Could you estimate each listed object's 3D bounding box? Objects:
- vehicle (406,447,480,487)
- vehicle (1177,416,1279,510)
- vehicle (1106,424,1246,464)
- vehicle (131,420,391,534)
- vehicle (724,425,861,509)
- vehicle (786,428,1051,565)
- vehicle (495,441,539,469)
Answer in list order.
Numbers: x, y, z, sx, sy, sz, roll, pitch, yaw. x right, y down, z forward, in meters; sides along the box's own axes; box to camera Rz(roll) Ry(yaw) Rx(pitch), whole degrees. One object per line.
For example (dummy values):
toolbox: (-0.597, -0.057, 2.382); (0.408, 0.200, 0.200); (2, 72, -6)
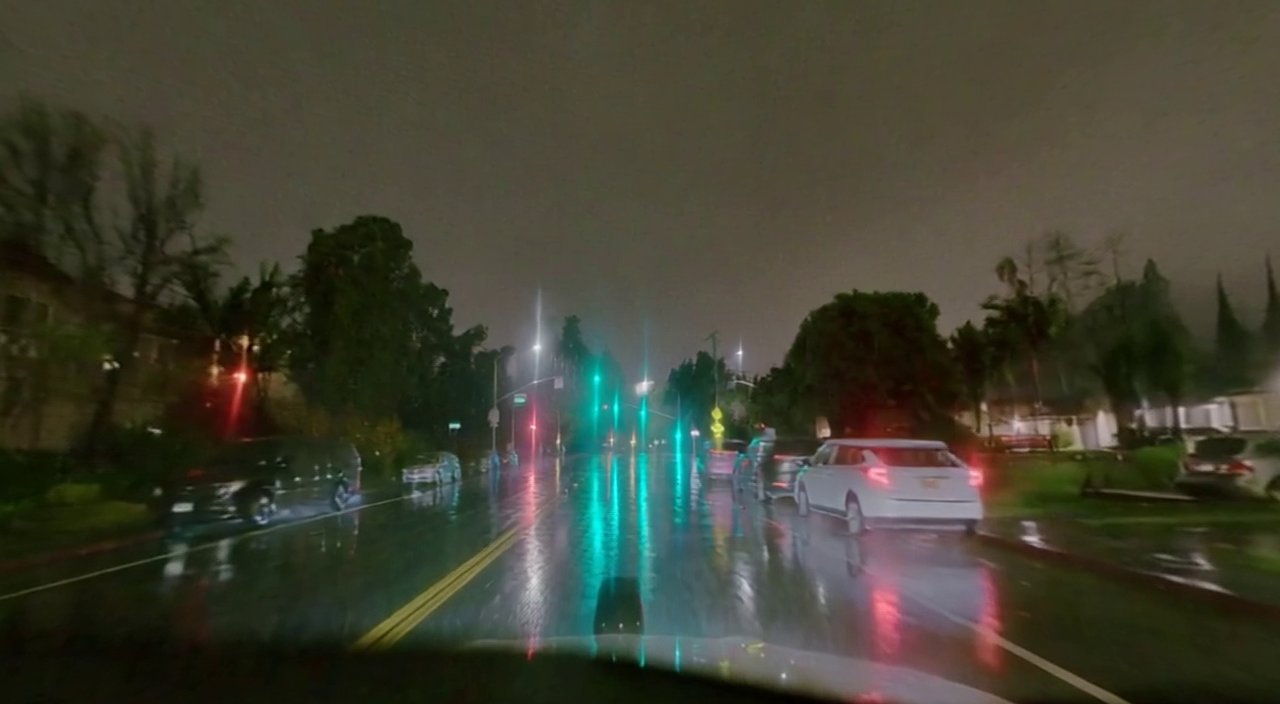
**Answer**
vehicle: (-8.151, 4.760, 26.556); (1.860, 1.476, 4.594); (0, -9, -3)
vehicle: (12.681, 1.879, 11.420); (4.326, 1.524, 1.715); (-3, -8, -2)
vehicle: (24.932, 4.306, 29.530); (4.599, 1.759, 2.060); (0, -9, 0)
vehicle: (-7.858, 2.635, 14.093); (2.420, 2.004, 5.615); (0, -9, -2)
vehicle: (3.475, 2.725, 15.391); (2.077, 1.715, 4.505); (0, -9, -2)
vehicle: (3.628, 1.941, 9.258); (1.809, 1.513, 4.264); (0, -9, -2)
vehicle: (-8.287, 6.990, 43.004); (2.007, 1.773, 4.759); (0, -9, 0)
